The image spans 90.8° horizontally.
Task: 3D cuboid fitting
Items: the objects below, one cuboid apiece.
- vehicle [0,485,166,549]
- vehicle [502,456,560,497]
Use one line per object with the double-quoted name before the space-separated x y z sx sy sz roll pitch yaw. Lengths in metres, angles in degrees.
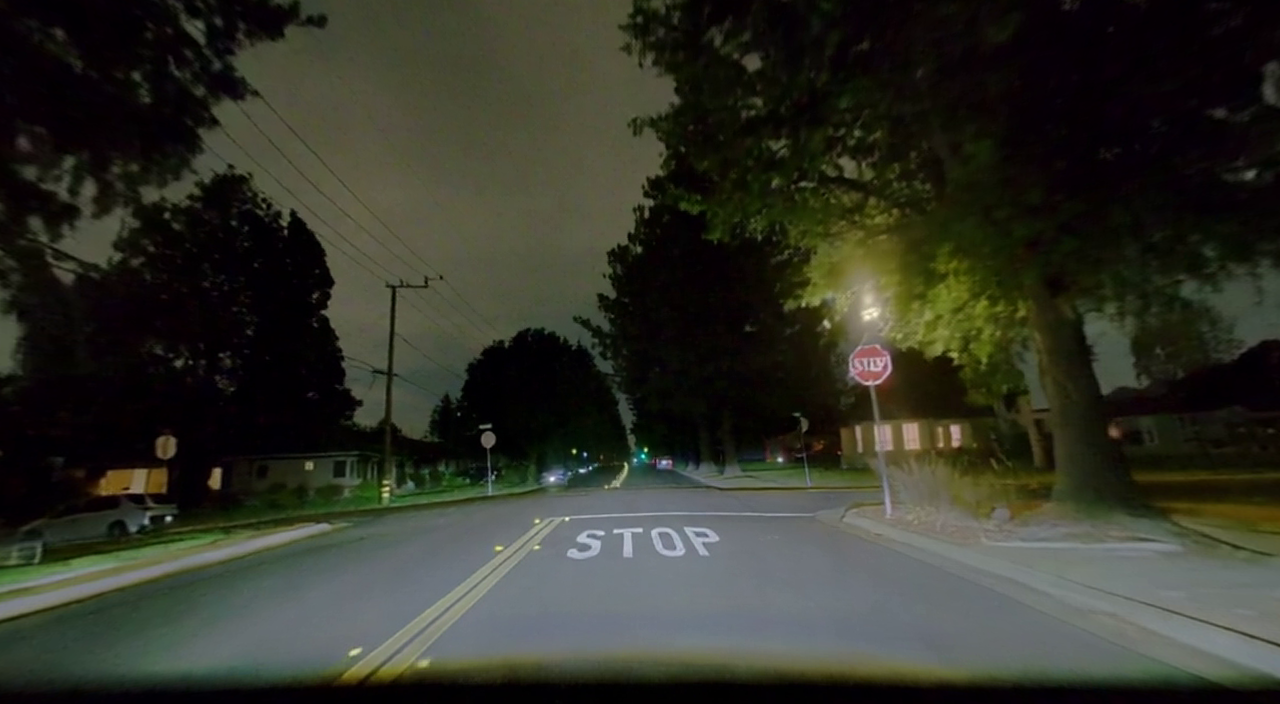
"vehicle" -18.474 5.423 20.884 4.274 1.626 2.093 -6 -9 11
"vehicle" -5.972 6.856 35.231 2.149 1.823 4.613 -6 -9 1
